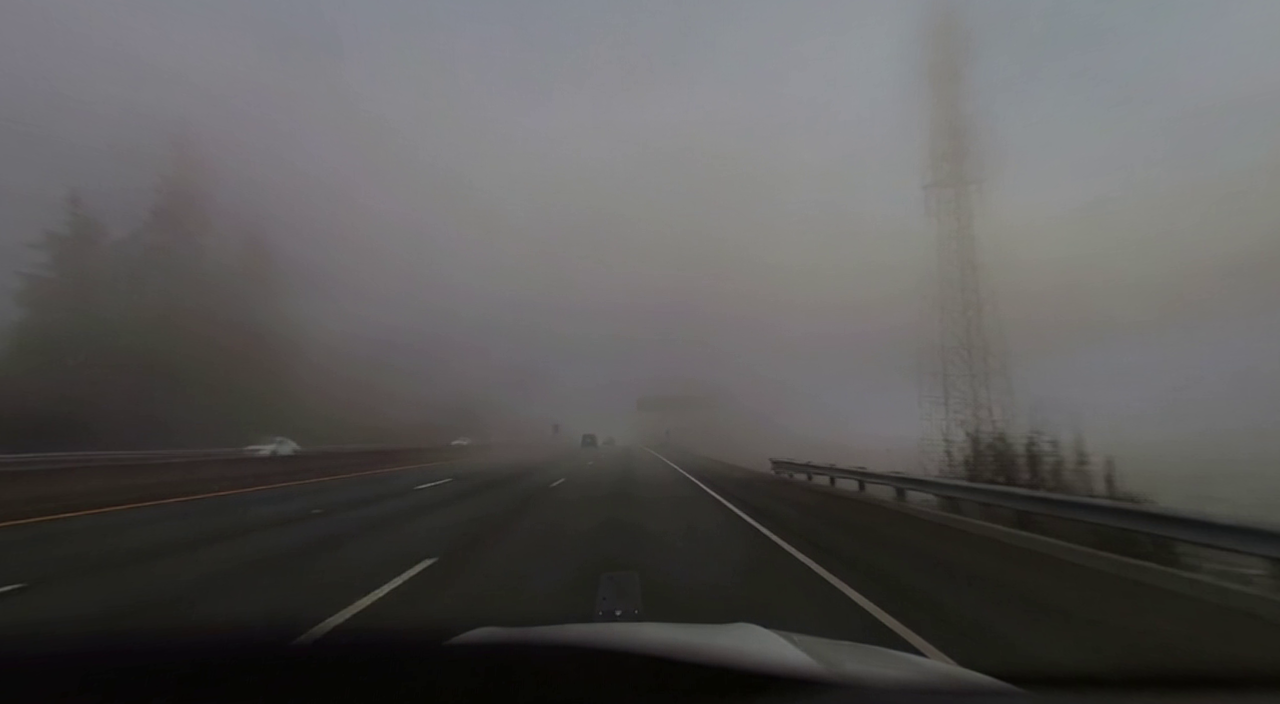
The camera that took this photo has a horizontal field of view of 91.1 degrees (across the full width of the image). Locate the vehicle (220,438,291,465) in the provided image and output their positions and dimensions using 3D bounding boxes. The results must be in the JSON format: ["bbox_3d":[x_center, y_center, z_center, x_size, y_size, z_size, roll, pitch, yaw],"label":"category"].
[{"bbox_3d":[-24.771,6.384,40.671,1.877,1.586,4.313,0,-8,-1],"label":"vehicle"}]
